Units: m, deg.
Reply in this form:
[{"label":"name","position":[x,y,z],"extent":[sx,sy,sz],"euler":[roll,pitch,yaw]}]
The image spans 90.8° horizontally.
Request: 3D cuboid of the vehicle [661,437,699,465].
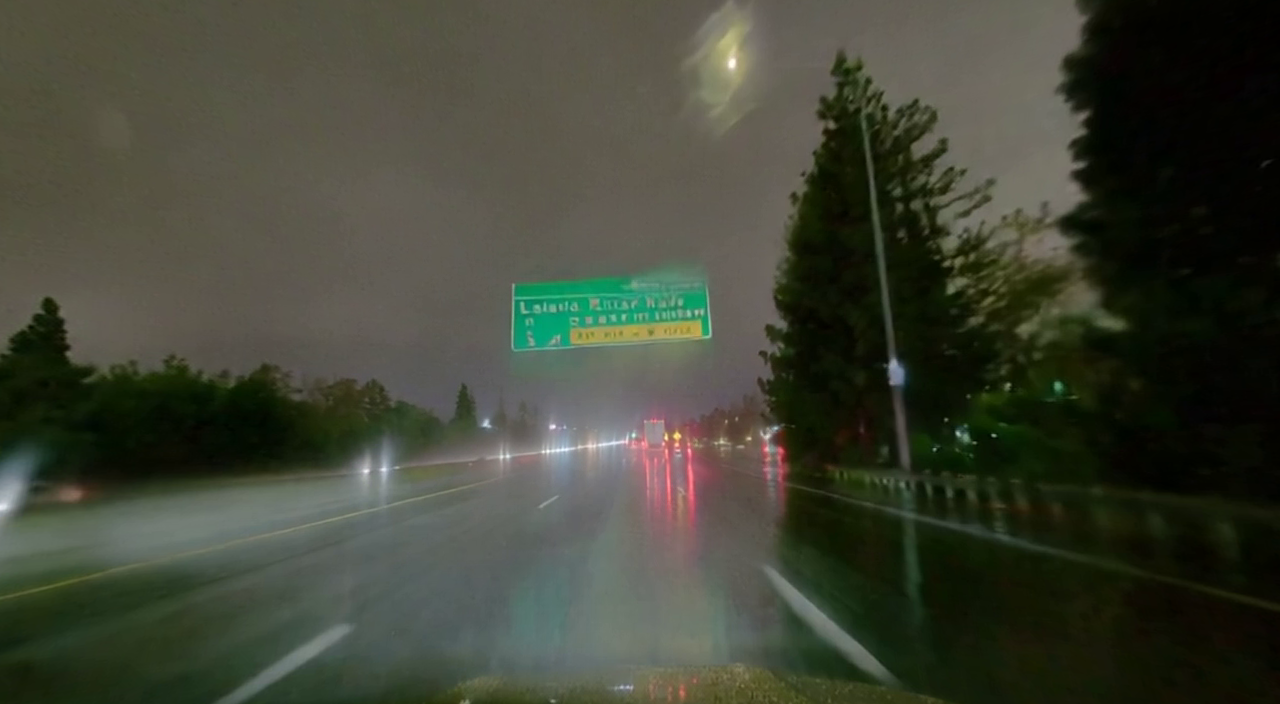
[{"label":"vehicle","position":[2.550,6.525,41.720],"extent":[2.065,1.760,4.488],"euler":[0,-8,-2]}]
